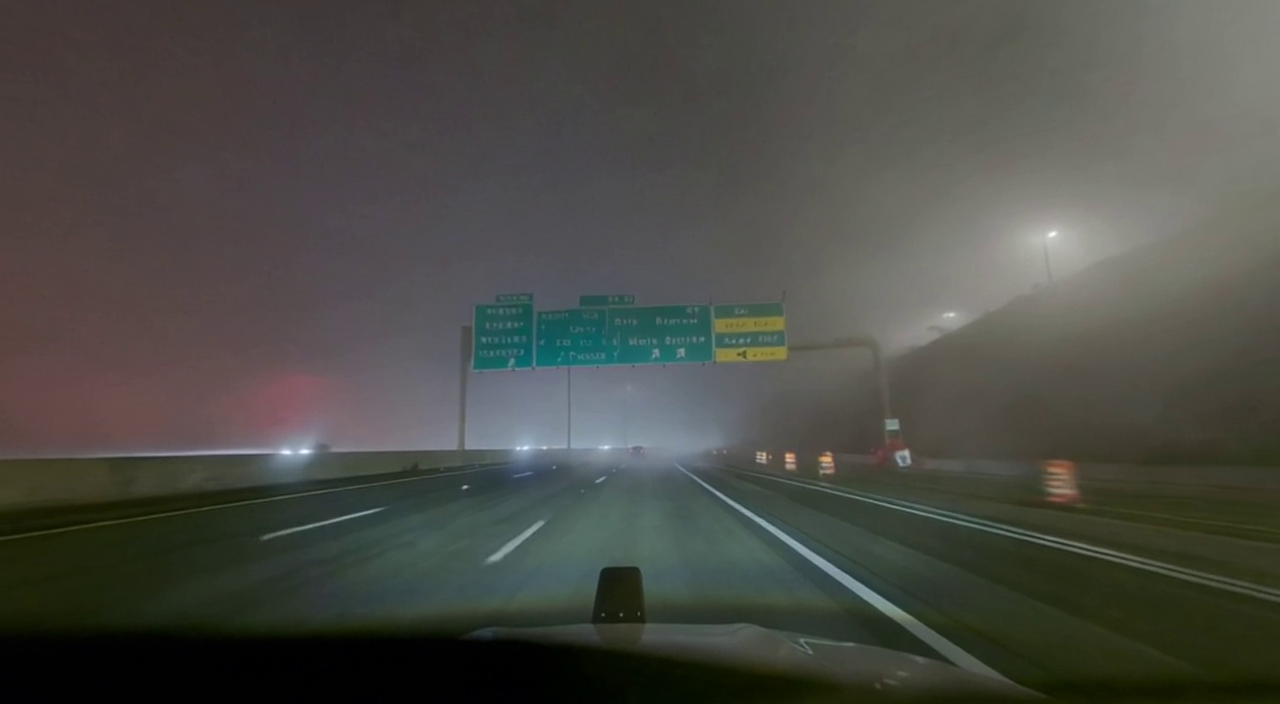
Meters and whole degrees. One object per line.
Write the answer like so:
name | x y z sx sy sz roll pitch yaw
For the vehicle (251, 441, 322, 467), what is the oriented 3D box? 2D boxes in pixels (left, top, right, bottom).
vehicle | -22.763 6.582 40.731 1.916 1.610 4.340 0 -9 2
